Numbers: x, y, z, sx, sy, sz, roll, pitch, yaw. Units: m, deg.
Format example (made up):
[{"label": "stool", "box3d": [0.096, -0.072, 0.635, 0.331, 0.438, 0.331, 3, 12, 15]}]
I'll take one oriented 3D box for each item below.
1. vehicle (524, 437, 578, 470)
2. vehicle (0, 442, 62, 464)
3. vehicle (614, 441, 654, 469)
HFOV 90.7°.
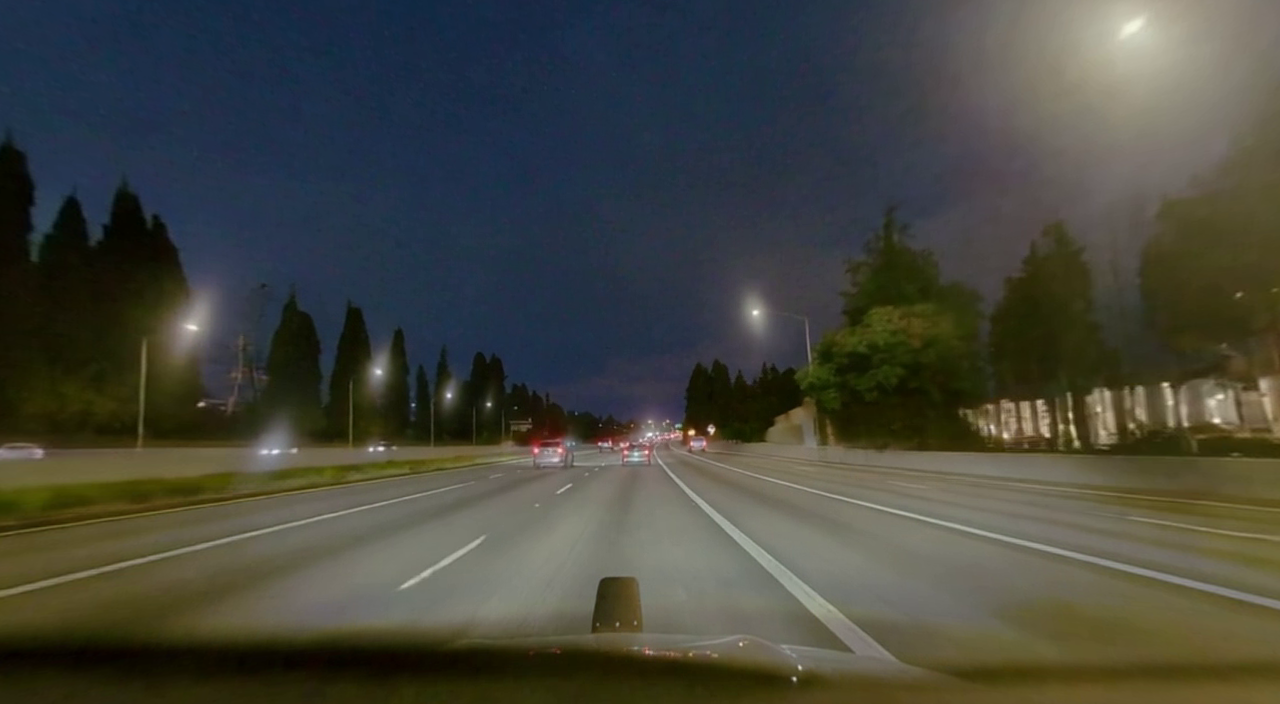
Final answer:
[{"label": "vehicle", "box3d": [-4.818, 5.562, 34.774, 2.260, 1.706, 4.177, 0, -8, 1]}, {"label": "vehicle", "box3d": [-44.940, 7.305, 45.947, 1.943, 1.478, 4.193, 0, -8, -2]}, {"label": "vehicle", "box3d": [-0.342, 5.827, 36.111, 2.146, 1.485, 4.332, 0, -8, 0]}]
